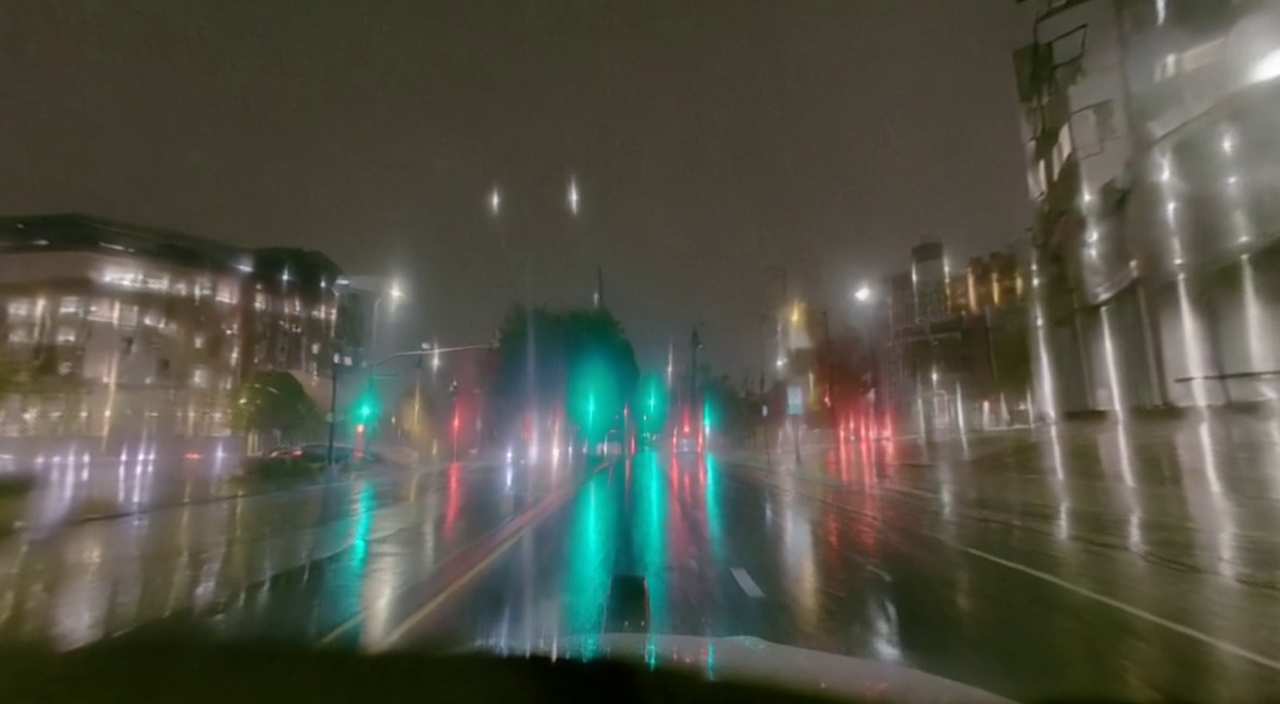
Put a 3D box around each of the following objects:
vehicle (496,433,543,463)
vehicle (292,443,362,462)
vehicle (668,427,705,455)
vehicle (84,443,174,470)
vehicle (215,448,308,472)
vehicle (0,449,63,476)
[{"bbox_3d":[-7.507,5.995,39.713,1.962,1.807,4.541,0,-7,1],"label":"vehicle"},{"bbox_3d":[-24.489,7.851,49.419,4.359,1.457,2.043,0,-7,2],"label":"vehicle"},{"bbox_3d":[3.054,5.965,42.390,2.129,1.719,4.205,0,-7,0],"label":"vehicle"},{"bbox_3d":[-37.297,7.610,46.088,4.673,1.771,2.118,1,-9,2],"label":"vehicle"},{"bbox_3d":[-24.901,7.108,41.569,4.815,1.469,2.056,0,-7,1],"label":"vehicle"},{"bbox_3d":[-41.829,7.377,41.978,4.687,1.625,2.096,-2,-6,1],"label":"vehicle"}]
